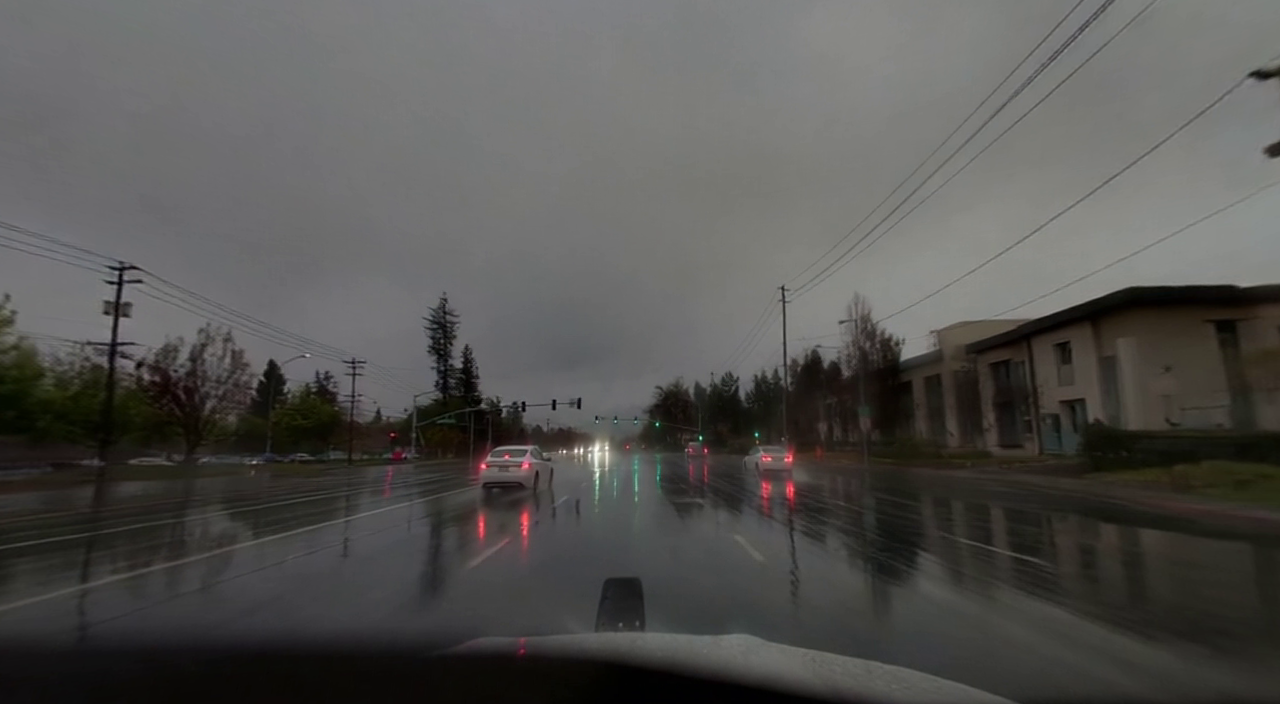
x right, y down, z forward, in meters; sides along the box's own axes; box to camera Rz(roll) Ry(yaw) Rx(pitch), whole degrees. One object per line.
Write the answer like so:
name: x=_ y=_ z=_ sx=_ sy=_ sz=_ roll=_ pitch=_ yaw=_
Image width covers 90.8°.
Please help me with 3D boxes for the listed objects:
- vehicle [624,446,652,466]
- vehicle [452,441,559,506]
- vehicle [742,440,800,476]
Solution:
vehicle: x=-0.134 y=7.901 z=48.186 sx=2.098 sy=1.431 sz=3.958 roll=0 pitch=-9 yaw=0
vehicle: x=-3.358 y=3.112 z=16.627 sx=1.837 sy=1.463 sz=4.311 roll=0 pitch=-9 yaw=0
vehicle: x=6.565 y=5.366 z=32.134 sx=1.945 sy=1.706 sz=4.190 roll=0 pitch=-9 yaw=-1
